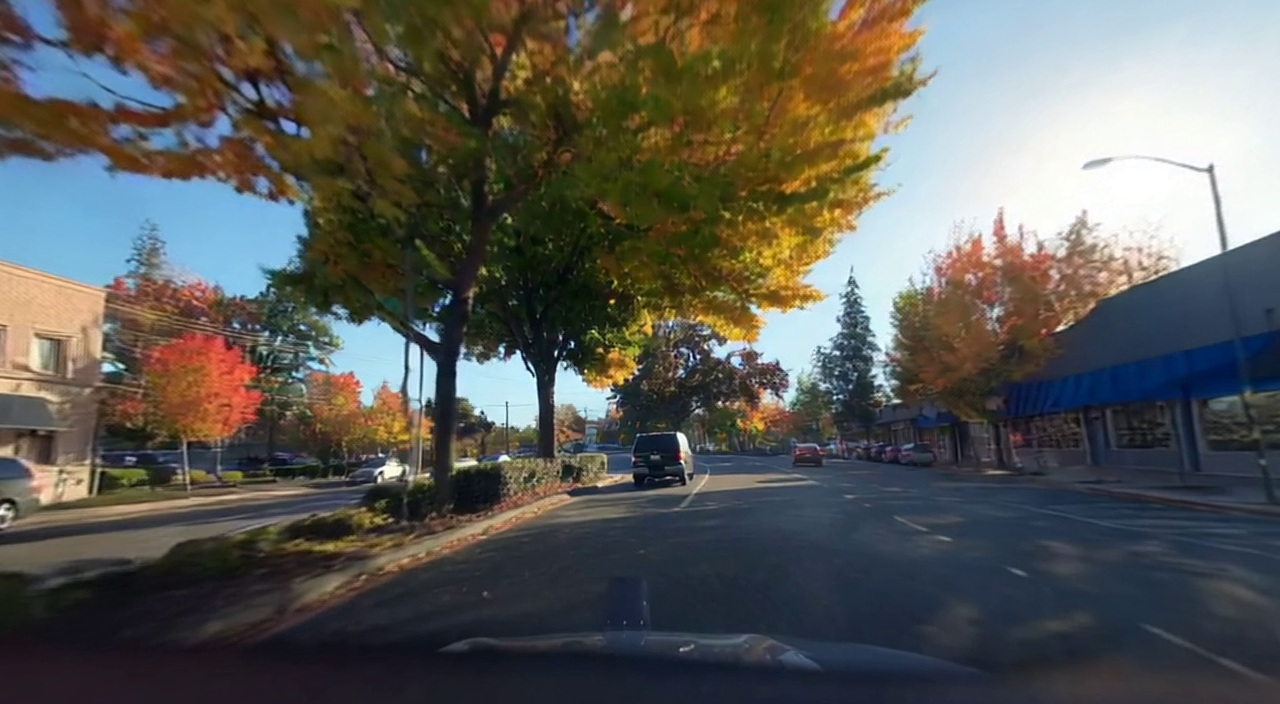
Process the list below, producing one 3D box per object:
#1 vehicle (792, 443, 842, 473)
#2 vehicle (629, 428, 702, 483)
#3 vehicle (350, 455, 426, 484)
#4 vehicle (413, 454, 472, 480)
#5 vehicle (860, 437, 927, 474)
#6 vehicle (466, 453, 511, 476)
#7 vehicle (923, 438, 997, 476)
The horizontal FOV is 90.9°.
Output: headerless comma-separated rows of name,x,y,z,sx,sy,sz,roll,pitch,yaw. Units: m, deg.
vehicle,9.320,5.575,33.477,1.886,1.464,4.290,-1,-8,7
vehicle,1.095,3.911,24.150,2.344,1.863,4.665,-1,-8,8
vehicle,-13.513,6.294,34.114,1.797,1.351,4.300,-2,-8,10
vehicle,-12.493,7.268,40.201,1.877,1.445,4.436,-1,-8,7
vehicle,12.948,5.310,32.527,2.040,1.738,4.414,-1,-8,7
vehicle,-11.526,8.564,48.218,1.947,1.558,4.065,-1,-8,7
vehicle,16.051,5.273,31.868,2.076,1.759,3.970,-1,-8,8
